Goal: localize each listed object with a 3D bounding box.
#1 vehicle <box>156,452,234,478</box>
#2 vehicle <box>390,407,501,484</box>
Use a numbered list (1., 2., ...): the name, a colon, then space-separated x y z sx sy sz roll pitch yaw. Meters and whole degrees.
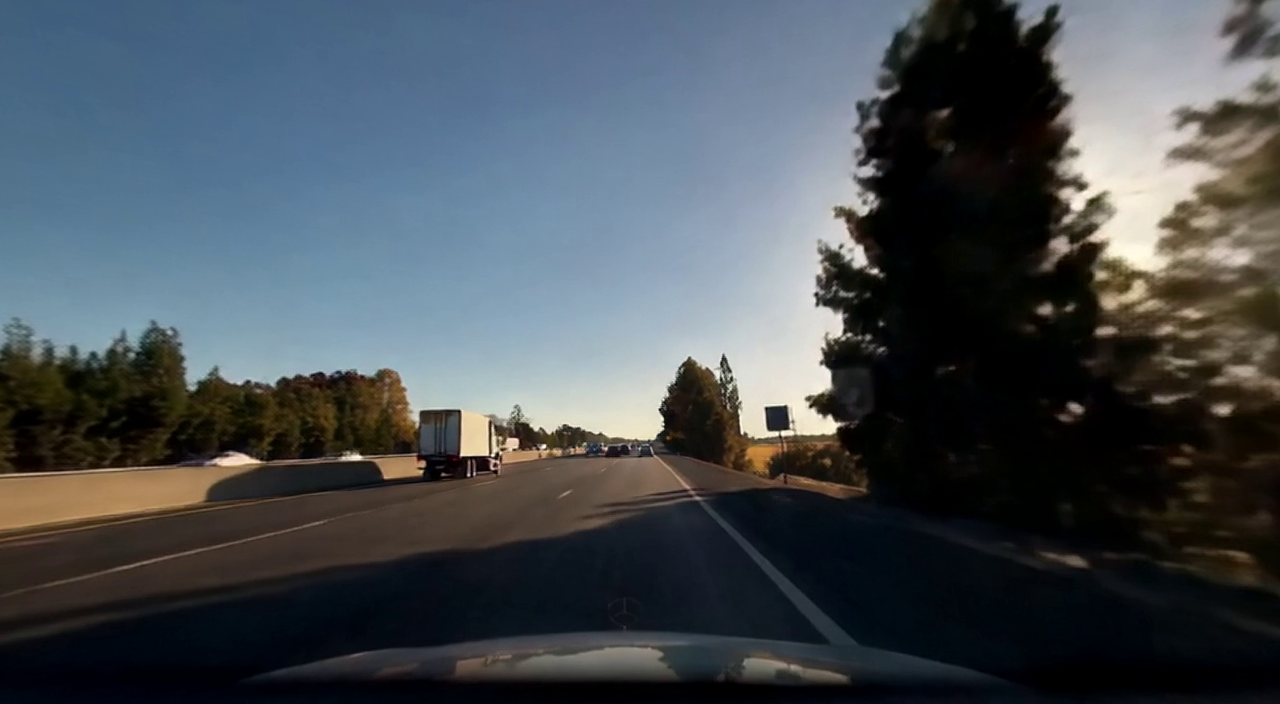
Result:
1. vehicle: -29.366 7.450 41.732 1.945 1.521 4.401 0 -9 1
2. vehicle: -7.469 3.718 25.027 2.444 2.685 5.893 0 -9 1
